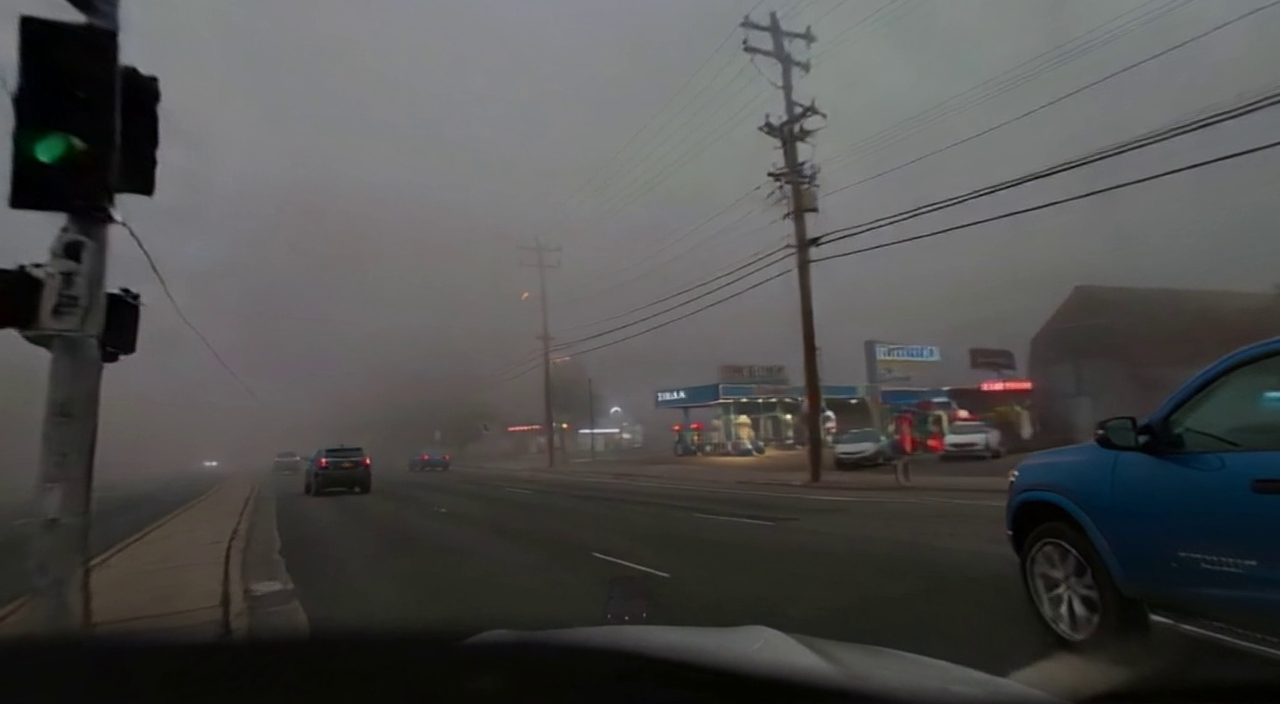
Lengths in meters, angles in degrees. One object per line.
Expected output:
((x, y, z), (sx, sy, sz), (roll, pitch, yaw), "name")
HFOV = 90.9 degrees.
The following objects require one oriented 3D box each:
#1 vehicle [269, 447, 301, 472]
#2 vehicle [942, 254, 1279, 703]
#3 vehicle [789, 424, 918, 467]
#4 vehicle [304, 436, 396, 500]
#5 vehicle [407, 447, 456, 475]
((-26.491, 7.983, 46.946), (1.921, 1.725, 4.498), (4, -9, -30), "vehicle")
((3.257, 0.490, 1.558), (2.036, 1.818, 5.192), (0, -8, -6), "vehicle")
((8.644, 3.752, 25.574), (4.661, 1.480, 1.913), (0, -8, -19), "vehicle")
((-9.926, 3.814, 21.338), (2.141, 1.842, 4.889), (4, -9, -32), "vehicle")
((-12.193, 6.275, 36.699), (1.760, 1.481, 4.161), (4, -9, -31), "vehicle")
